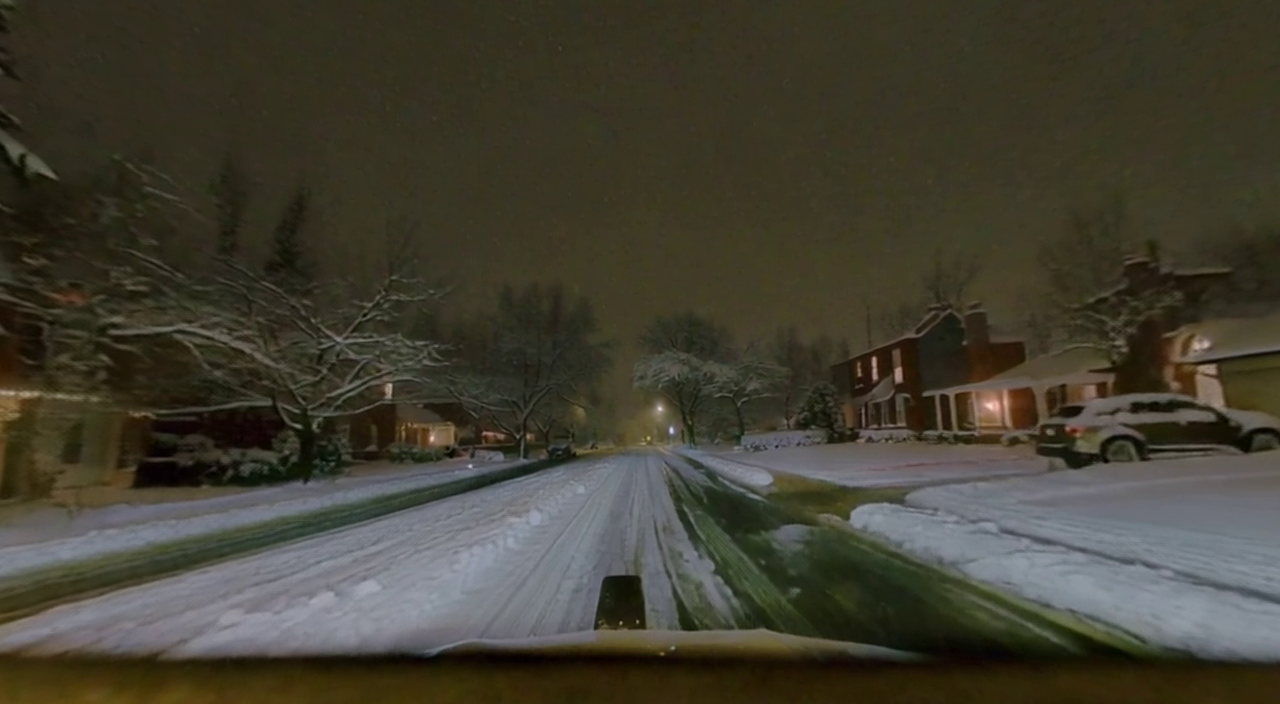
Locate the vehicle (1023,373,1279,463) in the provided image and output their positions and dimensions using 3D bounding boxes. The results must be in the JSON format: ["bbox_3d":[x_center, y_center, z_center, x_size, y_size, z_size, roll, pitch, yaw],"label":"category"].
[{"bbox_3d":[11.269,1.419,13.412,4.894,1.616,1.965,-2,-8,2],"label":"vehicle"}]
